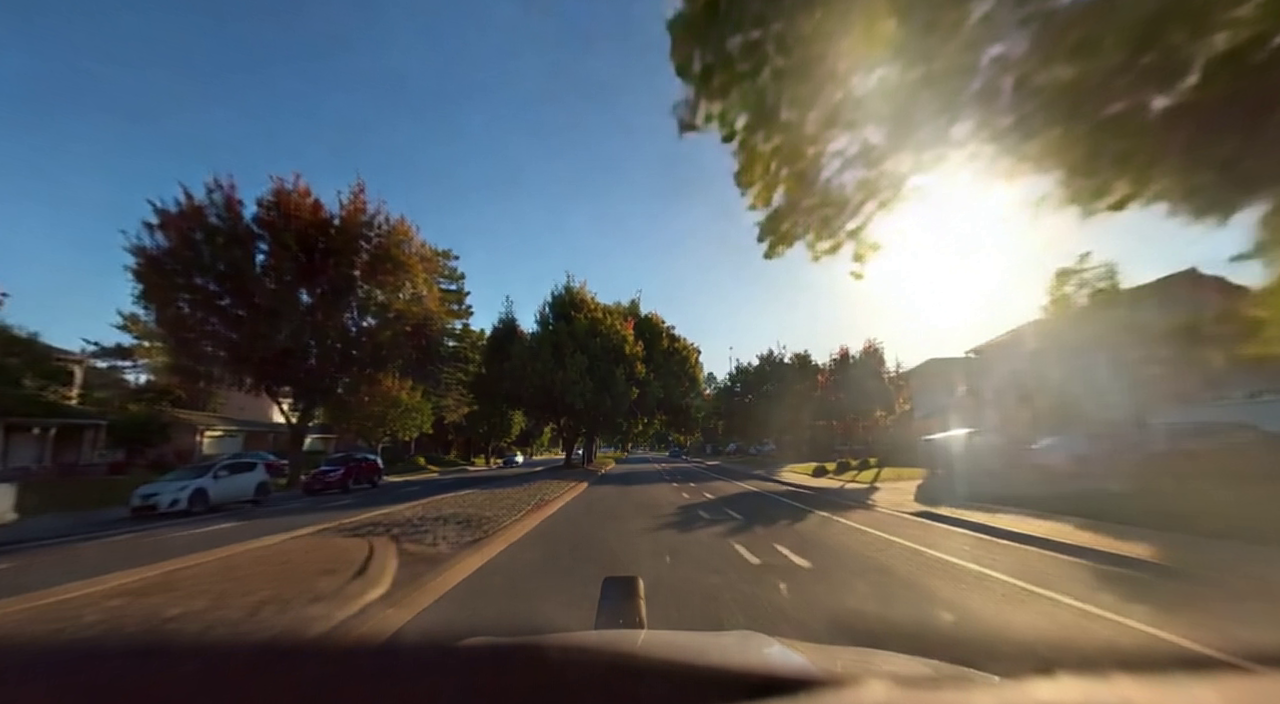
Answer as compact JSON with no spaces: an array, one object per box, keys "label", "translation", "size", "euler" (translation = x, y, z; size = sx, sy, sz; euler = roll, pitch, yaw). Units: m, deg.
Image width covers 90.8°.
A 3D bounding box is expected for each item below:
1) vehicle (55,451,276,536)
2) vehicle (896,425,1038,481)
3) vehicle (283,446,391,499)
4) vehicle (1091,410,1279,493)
[{"label":"vehicle","translation":[-12.059,3.545,16.655],"size":[2.007,1.663,5.077],"euler":[-2,-7,-1]},{"label":"vehicle","translation":[12.263,3.787,23.887],"size":[4.194,1.850,1.951],"euler":[-2,-8,-4]},{"label":"vehicle","translation":[-12.218,4.852,25.882],"size":[2.105,1.930,4.541],"euler":[0,-9,0]},{"label":"vehicle","translation":[14.585,2.486,16.112],"size":[4.498,1.831,2.059],"euler":[-2,-8,-1]}]
